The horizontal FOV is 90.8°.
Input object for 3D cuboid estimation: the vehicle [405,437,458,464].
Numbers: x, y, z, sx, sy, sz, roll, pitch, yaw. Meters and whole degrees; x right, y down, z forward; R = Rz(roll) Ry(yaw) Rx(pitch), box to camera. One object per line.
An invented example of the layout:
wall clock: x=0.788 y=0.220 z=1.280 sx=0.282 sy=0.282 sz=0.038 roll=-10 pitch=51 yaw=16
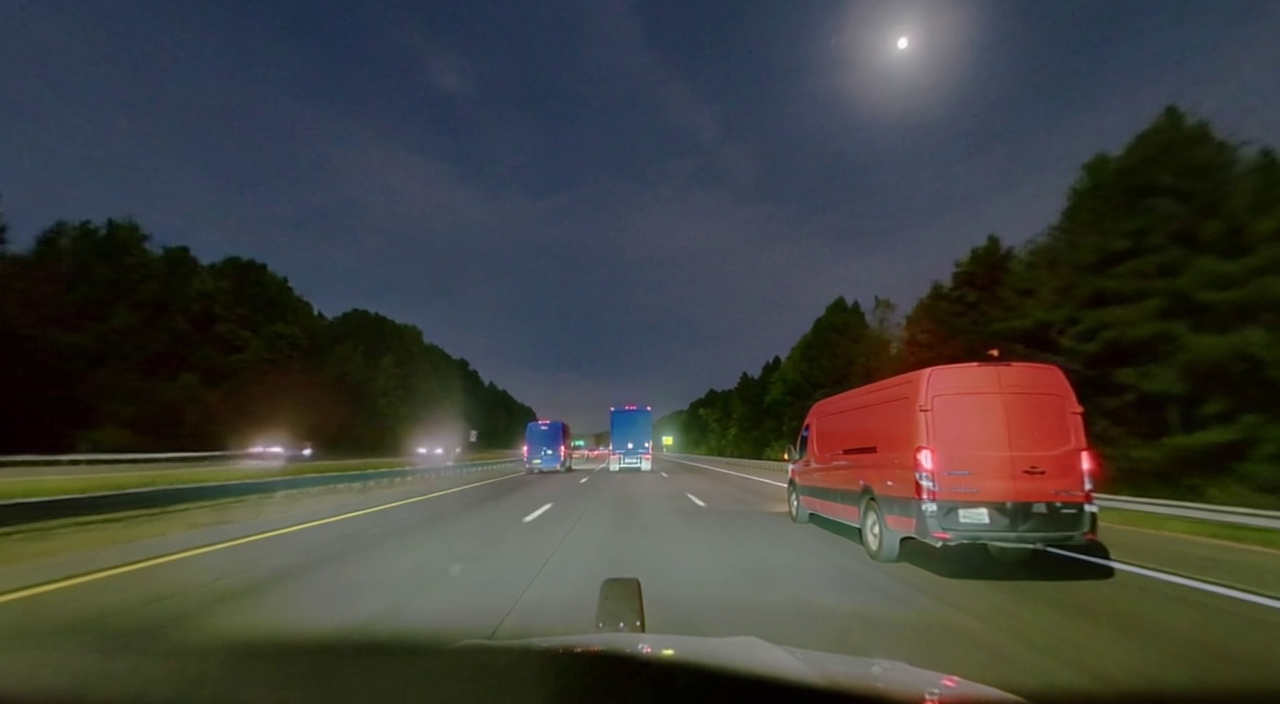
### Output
vehicle: x=-13.335 y=6.359 z=40.553 sx=1.994 sy=1.636 sz=4.057 roll=0 pitch=-9 yaw=0

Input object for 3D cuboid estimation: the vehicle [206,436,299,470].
vehicle: x=-18.176 y=4.766 z=29.852 sx=1.840 sy=1.466 sz=4.037 roll=0 pitch=-9 yaw=-1

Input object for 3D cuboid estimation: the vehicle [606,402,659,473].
vehicle: x=-0.449 y=5.659 z=41.004 sx=2.995 sy=4.036 sz=10.311 roll=0 pitch=-9 yaw=-1

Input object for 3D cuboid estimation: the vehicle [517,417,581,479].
vehicle: x=-4.414 y=4.849 z=31.659 sx=2.357 sy=2.786 sz=6.144 roll=0 pitch=-9 yaw=-1
